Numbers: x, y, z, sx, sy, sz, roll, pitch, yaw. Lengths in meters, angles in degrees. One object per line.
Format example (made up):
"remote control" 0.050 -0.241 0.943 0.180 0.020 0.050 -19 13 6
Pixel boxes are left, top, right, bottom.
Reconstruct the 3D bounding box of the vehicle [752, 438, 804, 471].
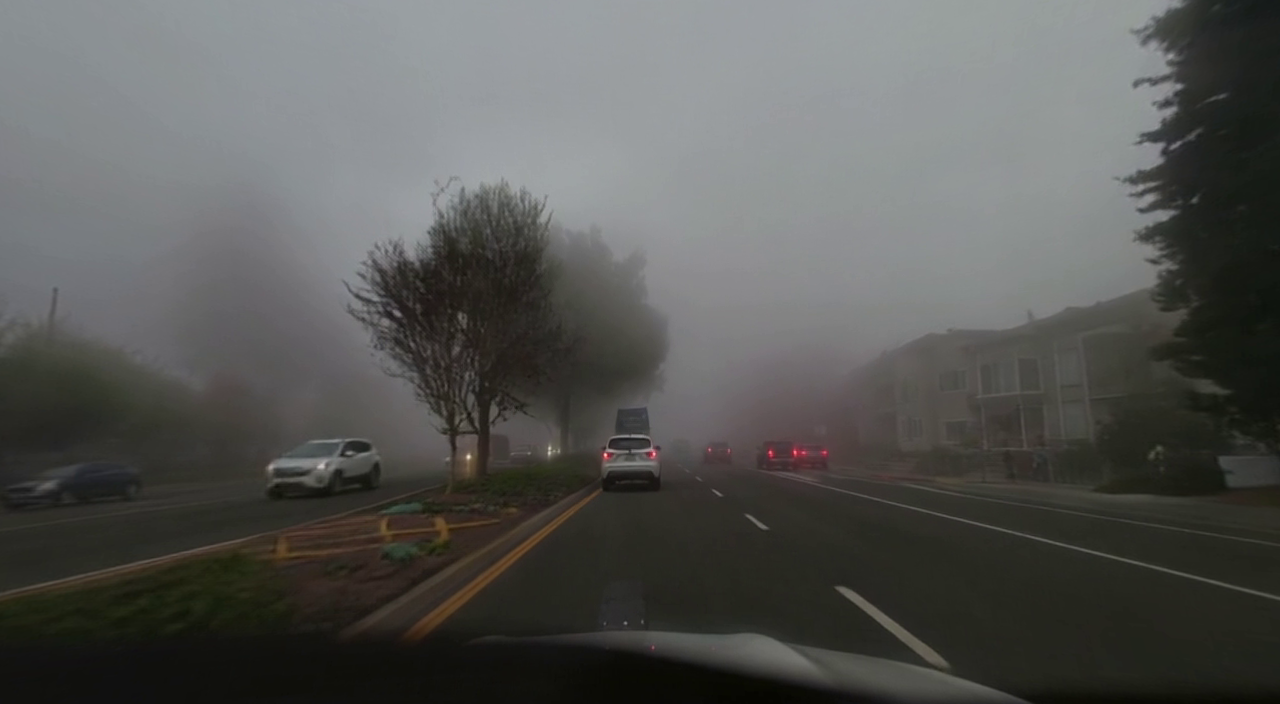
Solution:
"vehicle" 7.681 5.752 35.540 1.971 1.722 4.341 0 -8 0

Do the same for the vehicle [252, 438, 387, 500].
"vehicle" -10.302 3.753 20.723 2.010 1.760 4.406 -1 -8 1

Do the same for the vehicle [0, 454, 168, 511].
"vehicle" -21.505 4.910 24.317 2.056 1.822 5.400 -1 -8 5

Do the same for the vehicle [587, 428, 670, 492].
"vehicle" -0.308 3.371 20.012 2.332 1.798 4.546 0 -8 0
